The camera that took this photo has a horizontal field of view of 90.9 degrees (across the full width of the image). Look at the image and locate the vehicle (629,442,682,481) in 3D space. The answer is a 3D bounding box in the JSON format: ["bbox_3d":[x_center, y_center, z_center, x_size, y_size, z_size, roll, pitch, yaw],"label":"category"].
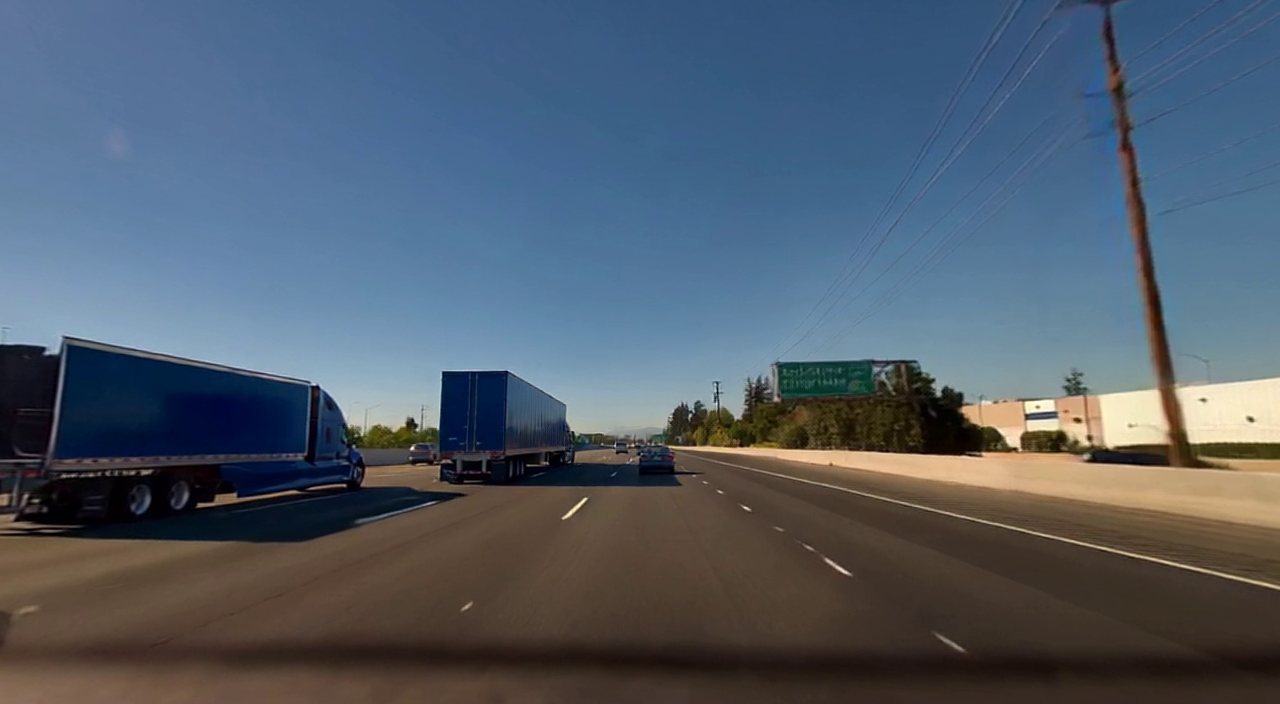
[{"bbox_3d":[0.633,4.581,26.748,2.055,1.514,4.323,0,-8,1],"label":"vehicle"}]

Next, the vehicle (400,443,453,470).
[{"bbox_3d":[-14.230,6.955,42.296,1.938,1.679,4.469,0,-8,1],"label":"vehicle"}]

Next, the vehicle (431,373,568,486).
[{"bbox_3d":[-5.960,3.927,30.501,2.907,4.081,15.311,0,-8,1],"label":"vehicle"}]

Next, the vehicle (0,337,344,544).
[{"bbox_3d":[-10.569,2.022,14.342,2.896,3.140,9.491,0,-8,1],"label":"vehicle"}]
